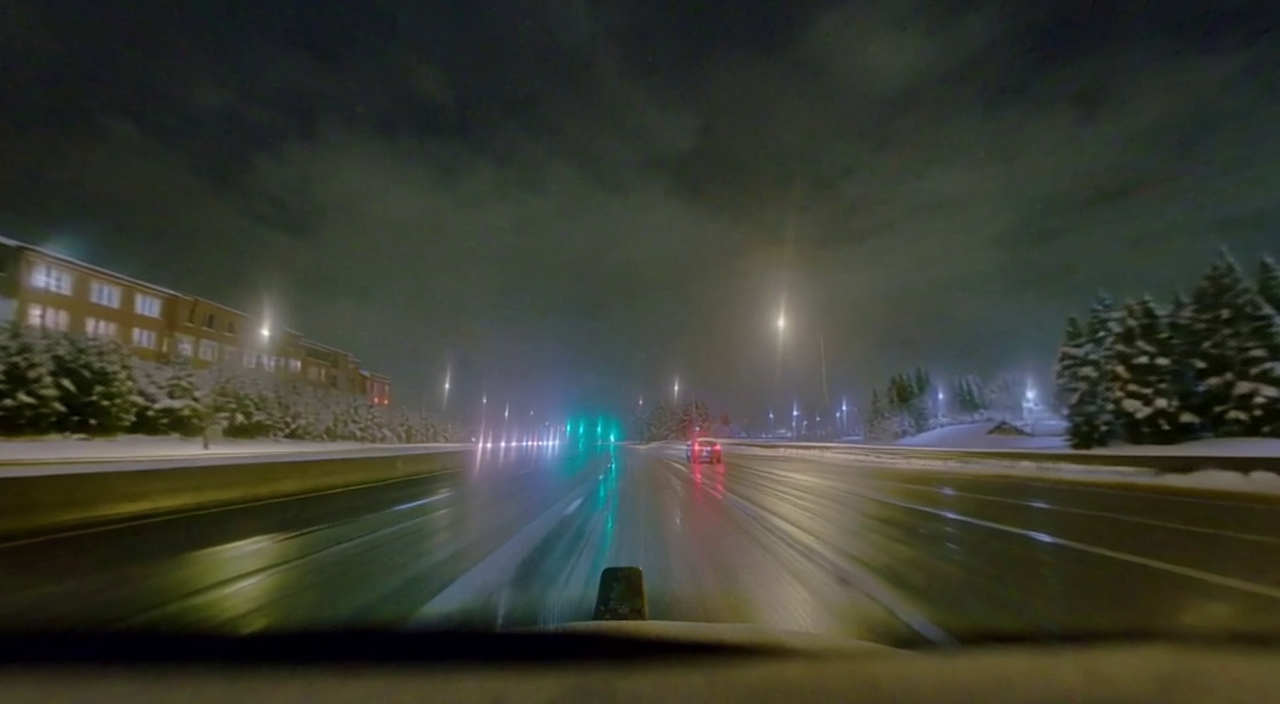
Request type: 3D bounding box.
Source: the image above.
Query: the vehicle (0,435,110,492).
[{"bbox_3d":[-19.504,3.453,19.708,1.939,1.625,4.523,0,-8,-1],"label":"vehicle"}]

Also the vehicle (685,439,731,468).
[{"bbox_3d":[3.626,5.529,34.446,1.926,1.477,4.025,0,-8,-2],"label":"vehicle"}]
